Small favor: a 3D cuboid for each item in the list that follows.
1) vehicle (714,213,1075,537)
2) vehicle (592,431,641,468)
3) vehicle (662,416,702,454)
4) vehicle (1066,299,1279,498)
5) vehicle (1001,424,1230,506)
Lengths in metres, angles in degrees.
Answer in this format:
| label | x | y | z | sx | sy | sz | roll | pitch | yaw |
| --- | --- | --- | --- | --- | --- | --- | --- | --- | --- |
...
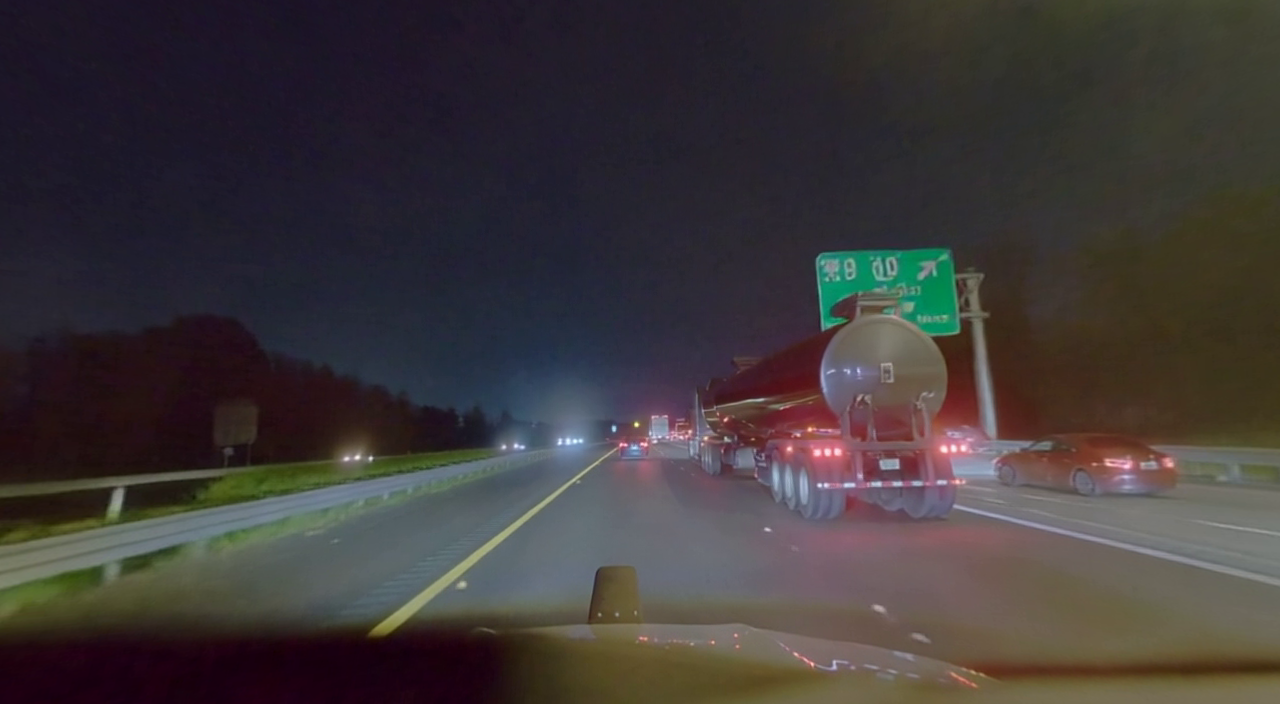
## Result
| label | x | y | z | sx | sy | sz | roll | pitch | yaw |
| --- | --- | --- | --- | --- | --- | --- | --- | --- | --- |
| vehicle | 3.558 | 0.836 | 12.206 | 2.826 | 3.905 | 9.262 | 0 | -8 | -2 |
| vehicle | -0.987 | 4.253 | 27.646 | 2.000 | 1.510 | 3.518 | 0 | -8 | -1 |
| vehicle | 3.175 | 6.427 | 48.723 | 2.475 | 2.782 | 4.986 | 0 | -8 | -3 |
| vehicle | 14.716 | 1.076 | 13.947 | 2.878 | 4.124 | 10.050 | 0 | -8 | -4 |
| vehicle | 9.858 | 2.334 | 13.531 | 1.739 | 1.471 | 3.889 | 0 | -8 | -3 |
